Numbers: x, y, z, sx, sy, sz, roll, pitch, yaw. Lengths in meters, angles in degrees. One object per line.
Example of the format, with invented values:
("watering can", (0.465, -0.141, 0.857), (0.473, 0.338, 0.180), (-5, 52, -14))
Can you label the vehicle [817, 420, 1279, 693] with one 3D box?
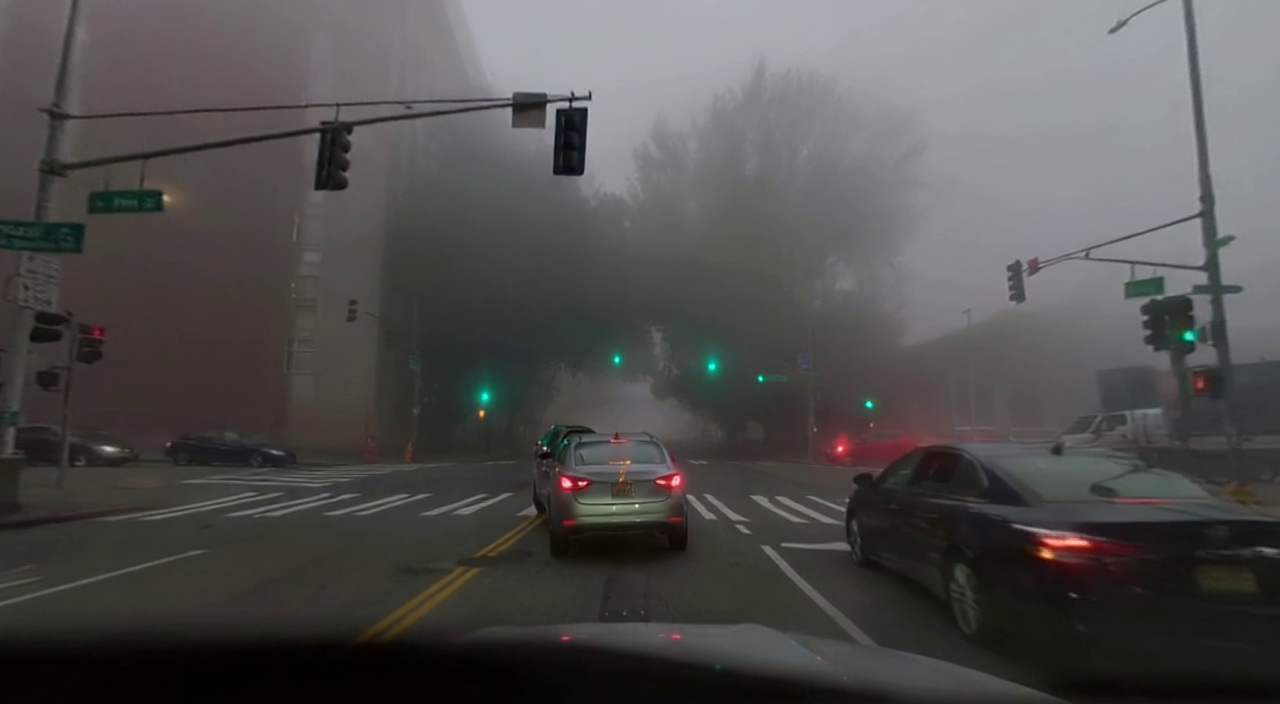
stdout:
("vehicle", (3.232, 1.411, 5.669), (1.942, 1.443, 4.468), (0, -8, -1))

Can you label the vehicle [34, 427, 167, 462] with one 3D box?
("vehicle", (-23.726, 4.075, 27.827), (4.243, 1.454, 1.789), (0, -8, 1))

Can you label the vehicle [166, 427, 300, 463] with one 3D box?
("vehicle", (-17.552, 4.022, 27.348), (4.511, 1.483, 1.877), (0, -8, 1))

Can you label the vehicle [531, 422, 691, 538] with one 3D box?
("vehicle", (-0.432, 1.896, 9.974), (2.031, 1.461, 3.763), (0, -8, -2))

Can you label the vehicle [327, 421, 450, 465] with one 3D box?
("vehicle", (-10.439, 3.789, 26.239), (4.556, 1.689, 1.982), (-3, -9, 21))
